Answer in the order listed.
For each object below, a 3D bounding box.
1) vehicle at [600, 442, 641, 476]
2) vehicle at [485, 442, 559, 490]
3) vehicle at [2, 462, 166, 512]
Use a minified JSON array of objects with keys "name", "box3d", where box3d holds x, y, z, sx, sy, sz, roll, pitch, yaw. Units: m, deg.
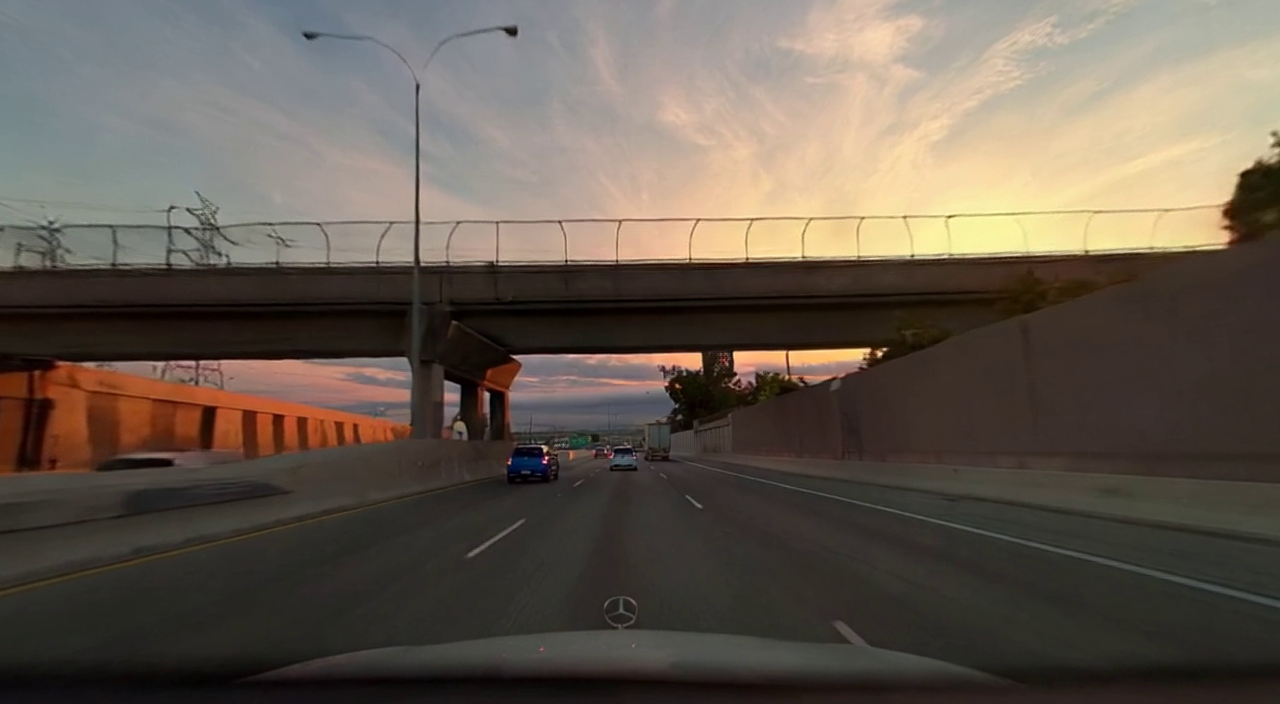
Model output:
[{"name":"vehicle","box3d":[-0.965,5.477,32.272,2.004,1.615,4.113,0,-9,-1]},{"name":"vehicle","box3d":[-4.203,4.124,22.961,1.987,1.548,3.981,0,-9,-1]},{"name":"vehicle","box3d":[-20.179,4.878,23.100,1.844,1.544,4.608,0,-9,0]}]
